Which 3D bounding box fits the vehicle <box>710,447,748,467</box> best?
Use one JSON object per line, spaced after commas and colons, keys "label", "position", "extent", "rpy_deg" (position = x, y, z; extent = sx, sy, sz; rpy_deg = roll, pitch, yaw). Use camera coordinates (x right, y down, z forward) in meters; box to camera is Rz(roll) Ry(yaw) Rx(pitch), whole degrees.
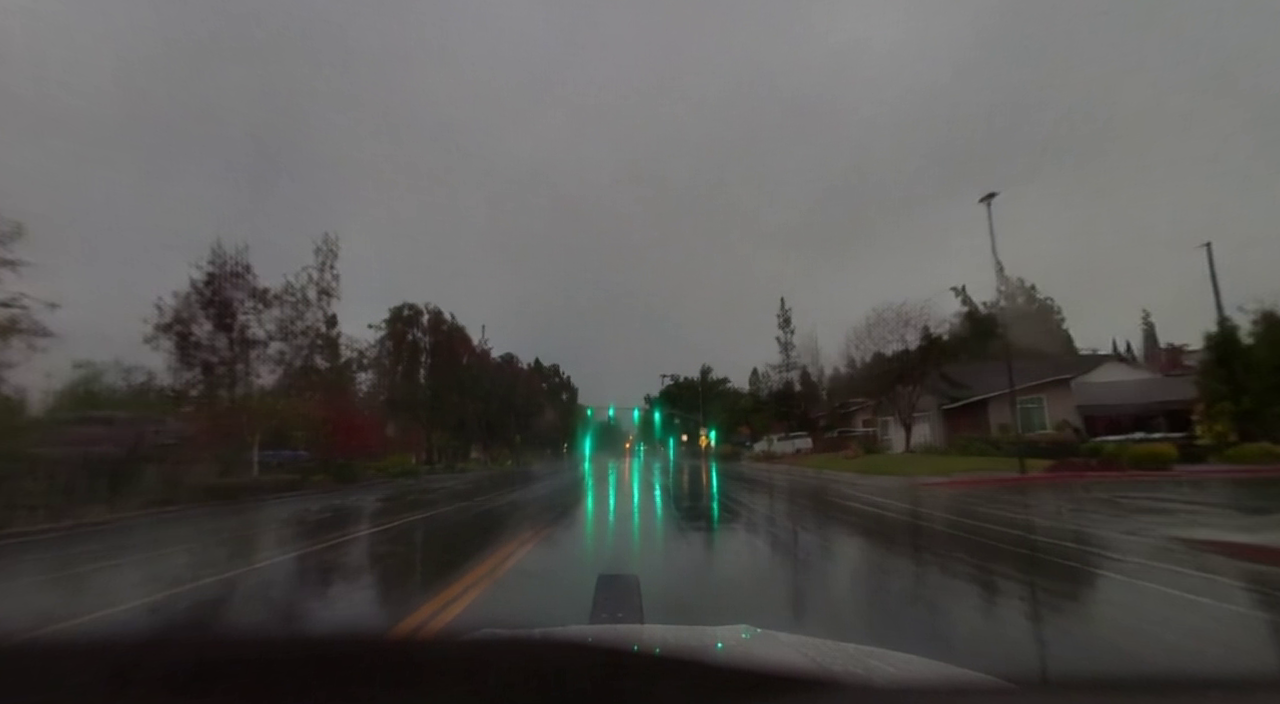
{"label": "vehicle", "position": [6.614, 7.847, 47.459], "extent": [1.993, 1.461, 4.269], "rpy_deg": [1, -8, -3]}
